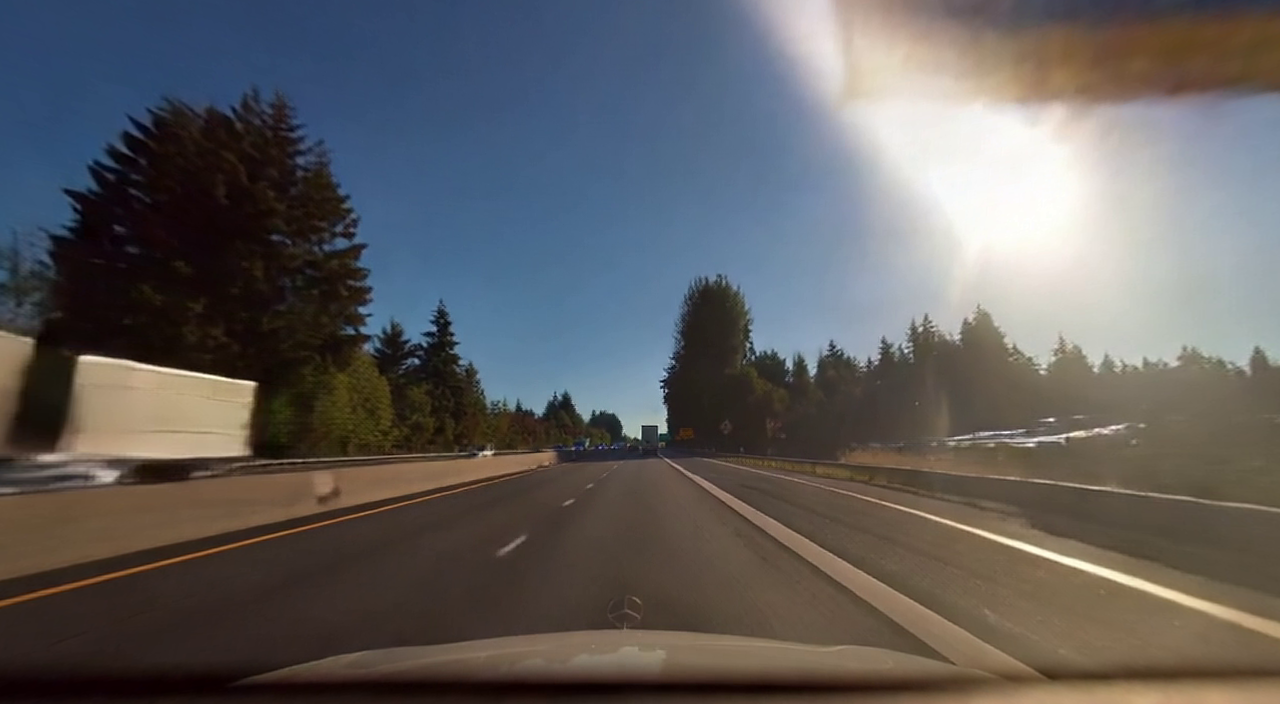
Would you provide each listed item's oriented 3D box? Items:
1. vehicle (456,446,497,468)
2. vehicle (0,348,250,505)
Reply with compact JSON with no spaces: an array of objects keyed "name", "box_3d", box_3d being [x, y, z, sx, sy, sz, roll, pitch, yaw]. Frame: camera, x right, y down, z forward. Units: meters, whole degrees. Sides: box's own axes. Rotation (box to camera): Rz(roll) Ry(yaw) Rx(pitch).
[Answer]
[{"name":"vehicle","box_3d":[-11.528,7.427,44.644,1.827,1.465,4.048,0,-9,0]},{"name":"vehicle","box_3d":[-16.437,2.476,20.015,2.866,3.987,7.870,0,-9,1]}]
